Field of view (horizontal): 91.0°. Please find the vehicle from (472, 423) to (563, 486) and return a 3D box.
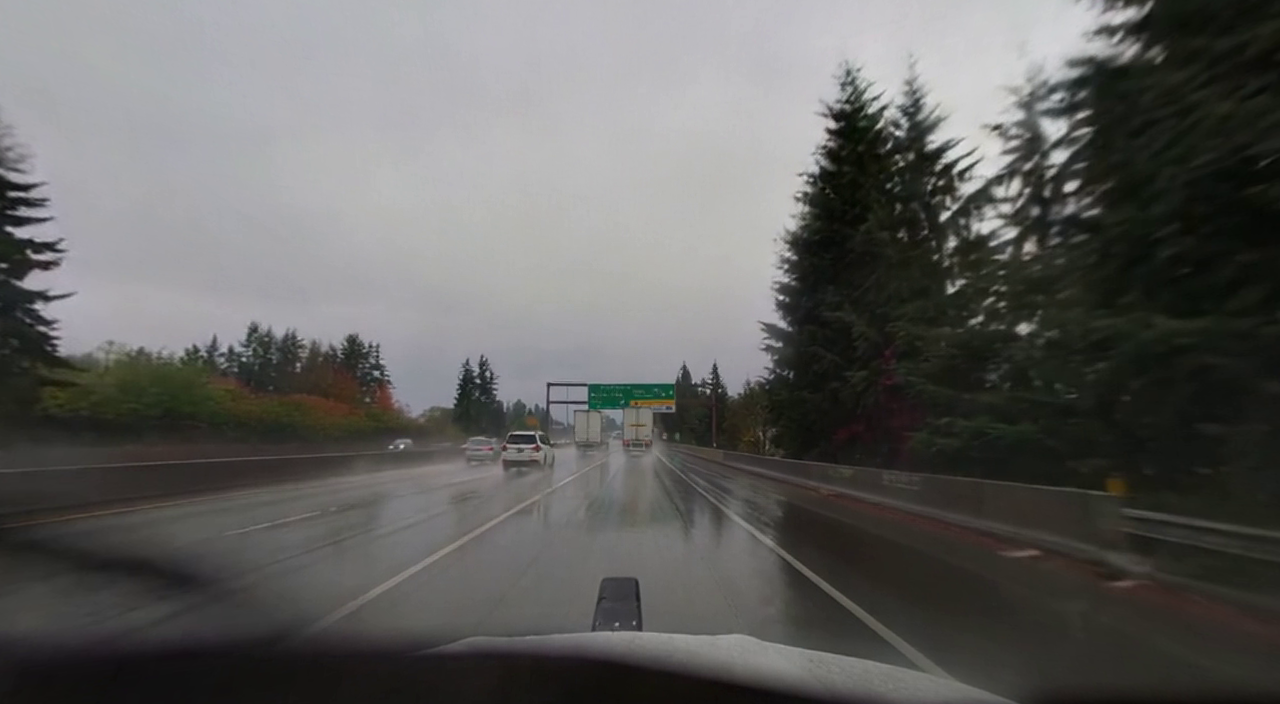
[{"bbox_3d":[-3.947,3.404,21.266,2.127,1.839,4.984,0,-8,-1],"label":"vehicle"}]
